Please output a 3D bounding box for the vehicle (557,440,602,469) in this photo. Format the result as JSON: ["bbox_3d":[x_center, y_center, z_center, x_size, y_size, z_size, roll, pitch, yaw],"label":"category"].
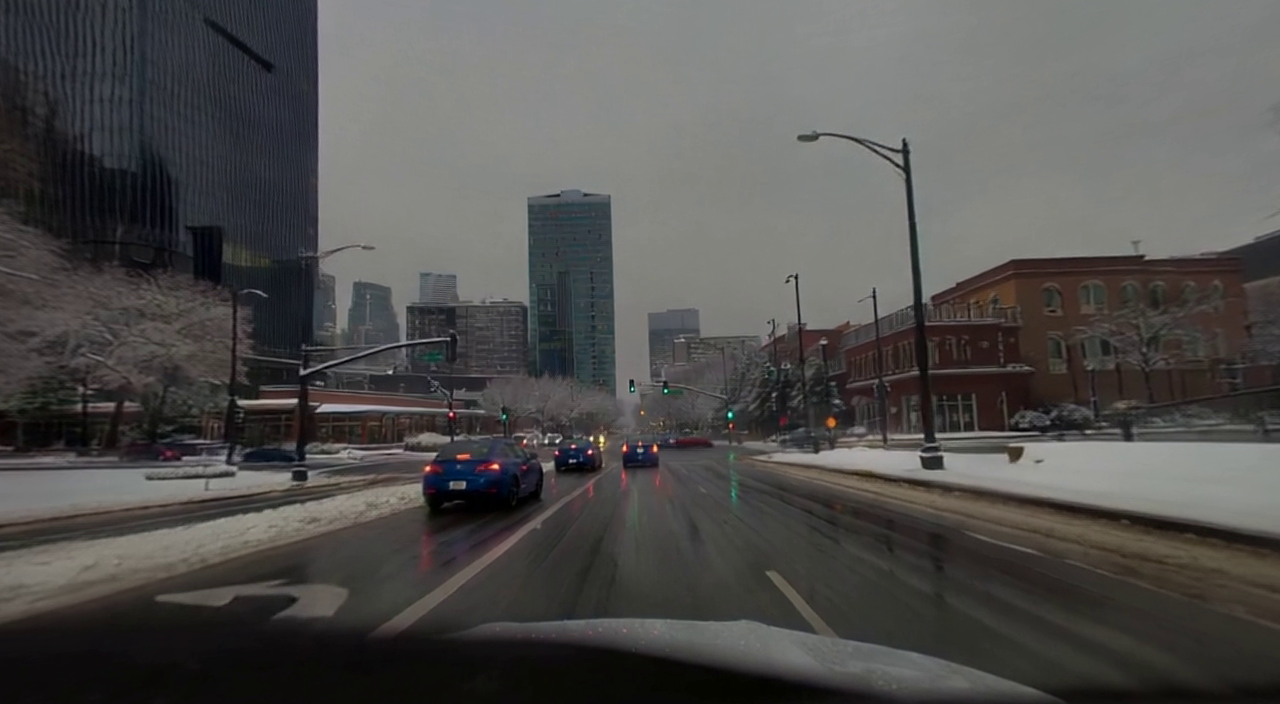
[{"bbox_3d":[-3.247,5.611,34.865,1.995,1.479,4.627,0,-8,0],"label":"vehicle"}]

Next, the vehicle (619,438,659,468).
[{"bbox_3d":[-0.032,5.380,33.779,2.016,1.478,3.795,0,-8,0],"label":"vehicle"}]
